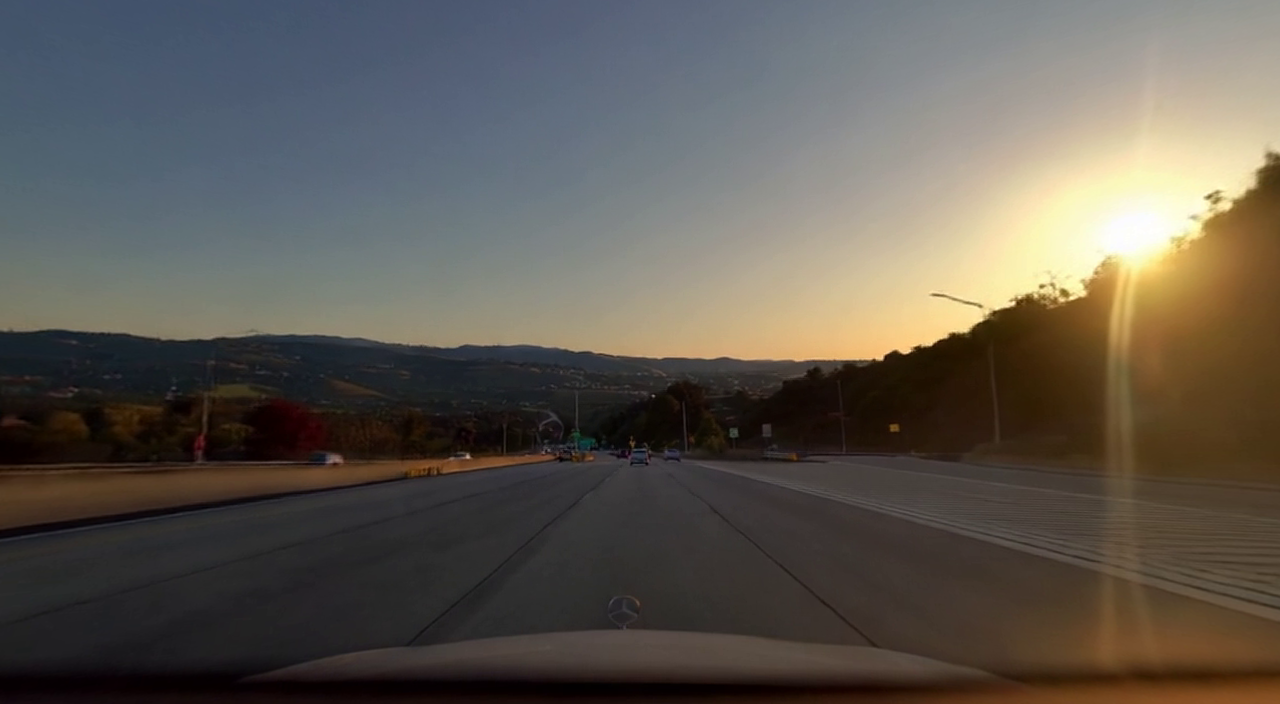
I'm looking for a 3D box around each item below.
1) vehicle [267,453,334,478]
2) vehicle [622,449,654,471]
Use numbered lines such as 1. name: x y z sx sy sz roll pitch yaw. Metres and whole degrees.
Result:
1. vehicle: -22.737 7.591 42.441 1.891 1.572 4.543 0 -9 2
2. vehicle: -0.182 7.758 45.664 2.193 1.497 4.337 0 -9 -1
